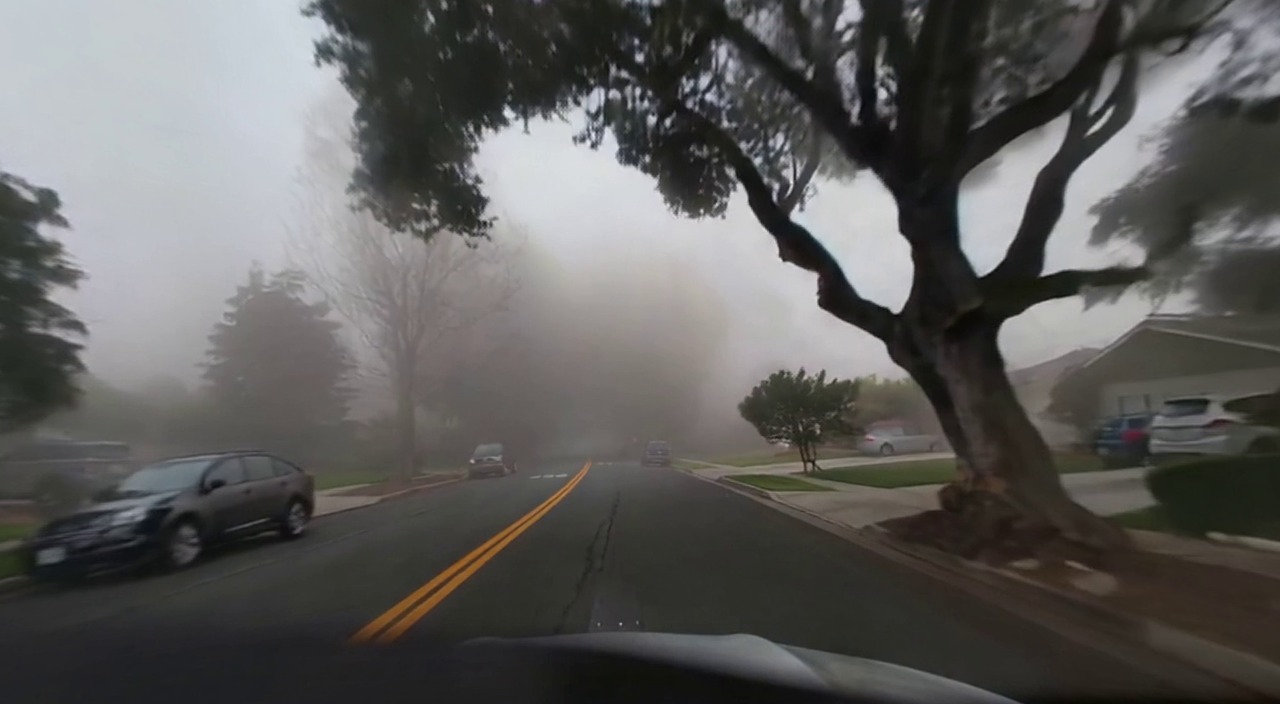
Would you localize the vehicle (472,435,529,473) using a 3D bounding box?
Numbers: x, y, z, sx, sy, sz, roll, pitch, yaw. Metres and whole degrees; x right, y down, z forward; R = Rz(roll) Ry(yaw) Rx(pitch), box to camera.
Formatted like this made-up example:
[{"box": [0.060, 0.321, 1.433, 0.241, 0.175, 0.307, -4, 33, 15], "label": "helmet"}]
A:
[{"box": [-7.357, 5.470, 33.857, 2.102, 1.801, 5.574, 0, -9, -3], "label": "vehicle"}]

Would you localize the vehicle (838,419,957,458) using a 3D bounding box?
[{"box": [12.665, 4.302, 31.274, 4.938, 1.830, 2.024, 0, -9, -1], "label": "vehicle"}]

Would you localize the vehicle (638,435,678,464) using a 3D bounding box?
[{"box": [1.043, 6.027, 39.275, 2.007, 1.702, 4.430, 0, -8, -4], "label": "vehicle"}]

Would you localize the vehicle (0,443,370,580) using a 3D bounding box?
[{"box": [-6.258, 2.171, 9.566, 2.004, 1.400, 5.505, -2, -9, -1], "label": "vehicle"}]

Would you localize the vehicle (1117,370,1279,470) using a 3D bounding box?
[{"box": [13.147, 1.480, 13.402, 4.392, 1.944, 1.917, 0, -9, 0], "label": "vehicle"}]
